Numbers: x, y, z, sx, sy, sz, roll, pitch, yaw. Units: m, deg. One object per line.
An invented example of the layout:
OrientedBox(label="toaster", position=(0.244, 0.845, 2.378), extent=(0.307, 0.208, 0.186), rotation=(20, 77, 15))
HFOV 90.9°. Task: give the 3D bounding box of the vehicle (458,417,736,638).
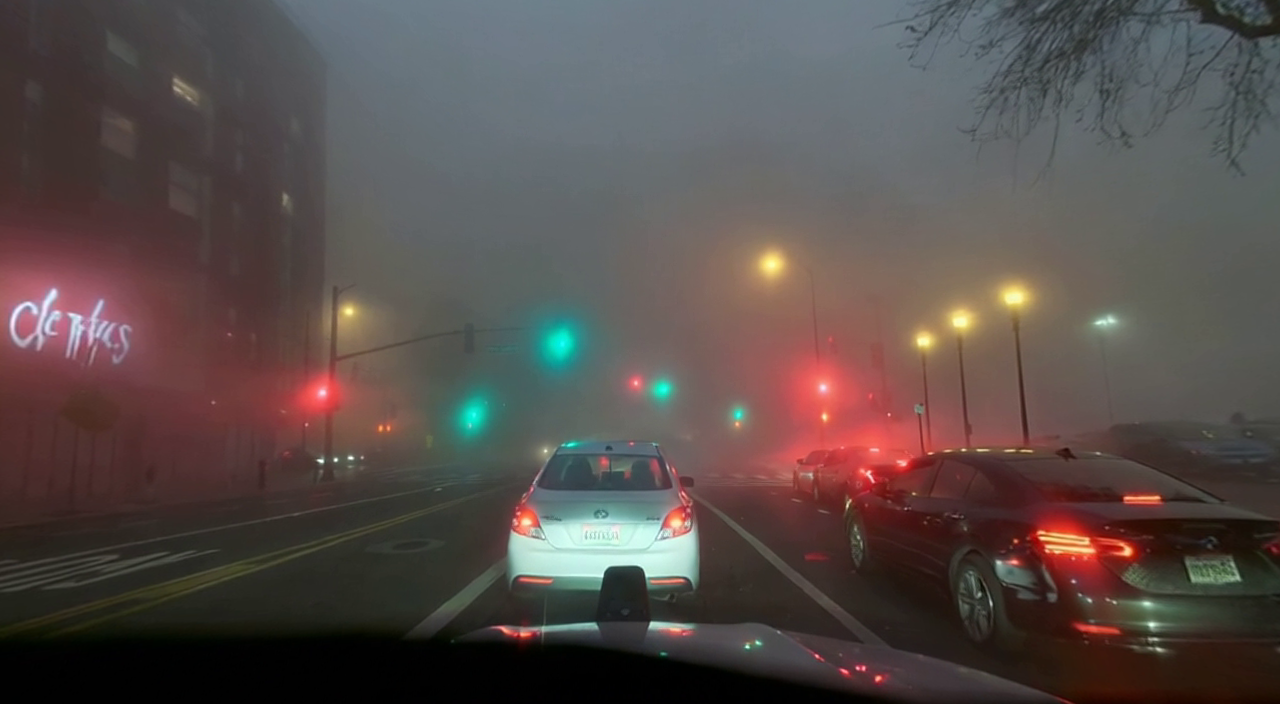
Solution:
OrientedBox(label="vehicle", position=(-0.284, 1.469, 6.212), extent=(1.888, 1.489, 3.703), rotation=(0, -8, 0))

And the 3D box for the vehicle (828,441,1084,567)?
OrientedBox(label="vehicle", position=(4.534, 2.187, 10.028), extent=(1.912, 1.505, 4.618), rotation=(-1, -8, 3))

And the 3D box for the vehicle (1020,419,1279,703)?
OrientedBox(label="vehicle", position=(3.177, 0.818, 1.097), extent=(2.006, 1.496, 4.767), rotation=(0, -9, -1))
